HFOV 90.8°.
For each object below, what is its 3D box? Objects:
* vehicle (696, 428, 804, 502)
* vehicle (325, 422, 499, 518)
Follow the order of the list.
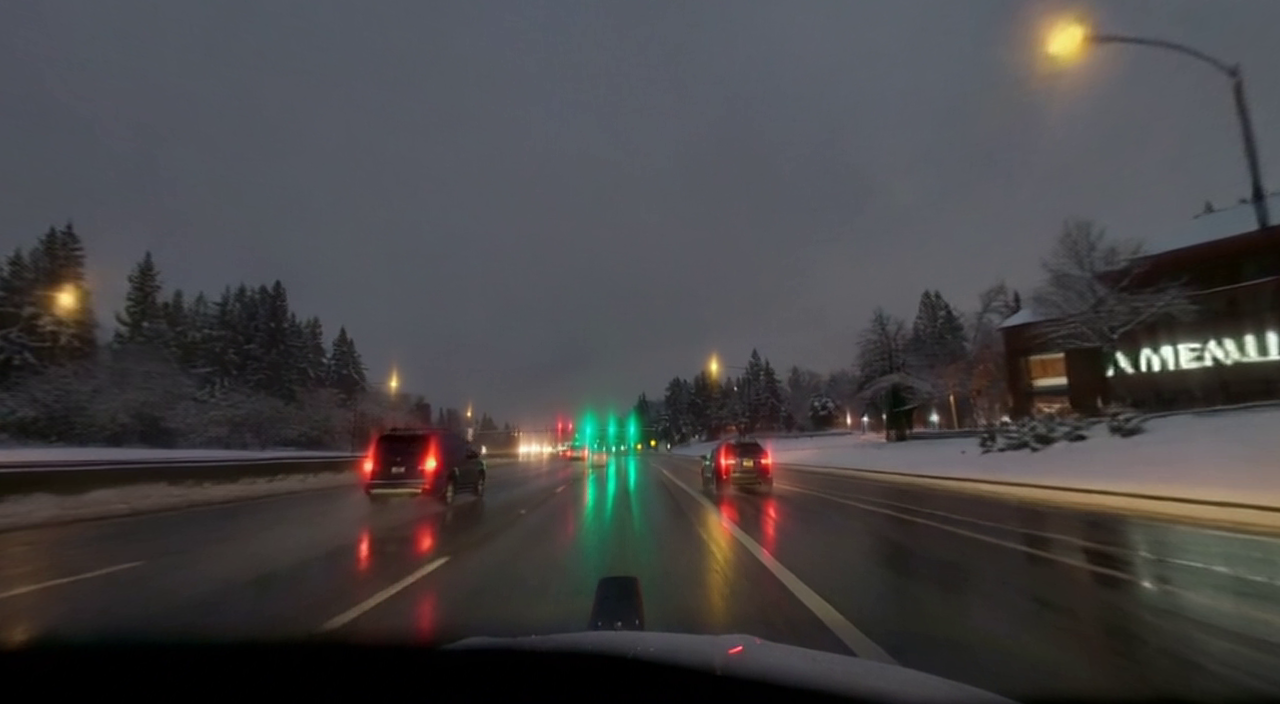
[{"bbox_3d":[2.746,2.929,16.797,1.997,1.686,4.247,0,-8,-1],"label":"vehicle"},{"bbox_3d":[-4.829,2.573,14.329,2.176,1.779,4.755,0,-8,0],"label":"vehicle"}]
